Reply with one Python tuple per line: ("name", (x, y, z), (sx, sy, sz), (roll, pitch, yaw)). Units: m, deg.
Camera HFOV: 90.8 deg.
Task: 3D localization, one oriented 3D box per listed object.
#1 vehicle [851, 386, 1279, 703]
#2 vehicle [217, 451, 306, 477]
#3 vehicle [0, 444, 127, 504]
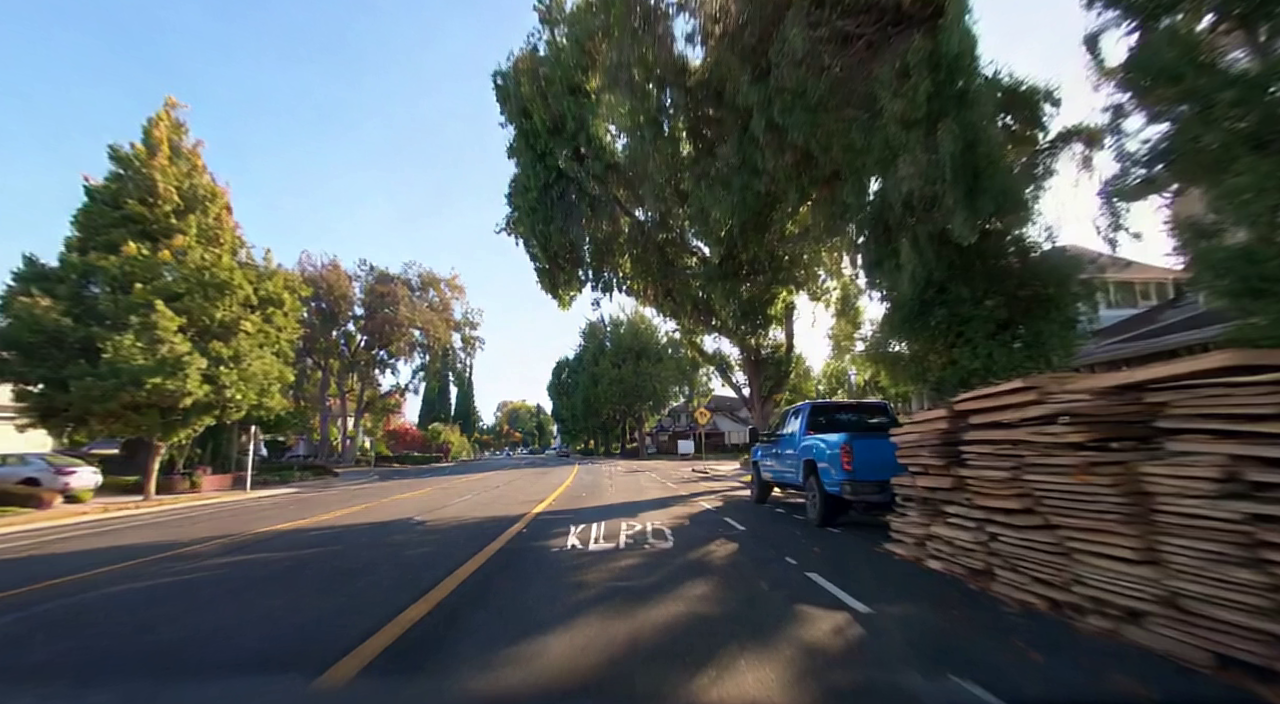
("vehicle", (4.369, 1.529, 6.149), (2.516, 1.780, 6.333), (0, -9, 1))
("vehicle", (-27.823, 8.248, 46.608), (5.067, 1.792, 2.217), (2, -9, -11))
("vehicle", (-19.773, 3.860, 20.241), (4.739, 1.794, 1.990), (1, -8, -4))
